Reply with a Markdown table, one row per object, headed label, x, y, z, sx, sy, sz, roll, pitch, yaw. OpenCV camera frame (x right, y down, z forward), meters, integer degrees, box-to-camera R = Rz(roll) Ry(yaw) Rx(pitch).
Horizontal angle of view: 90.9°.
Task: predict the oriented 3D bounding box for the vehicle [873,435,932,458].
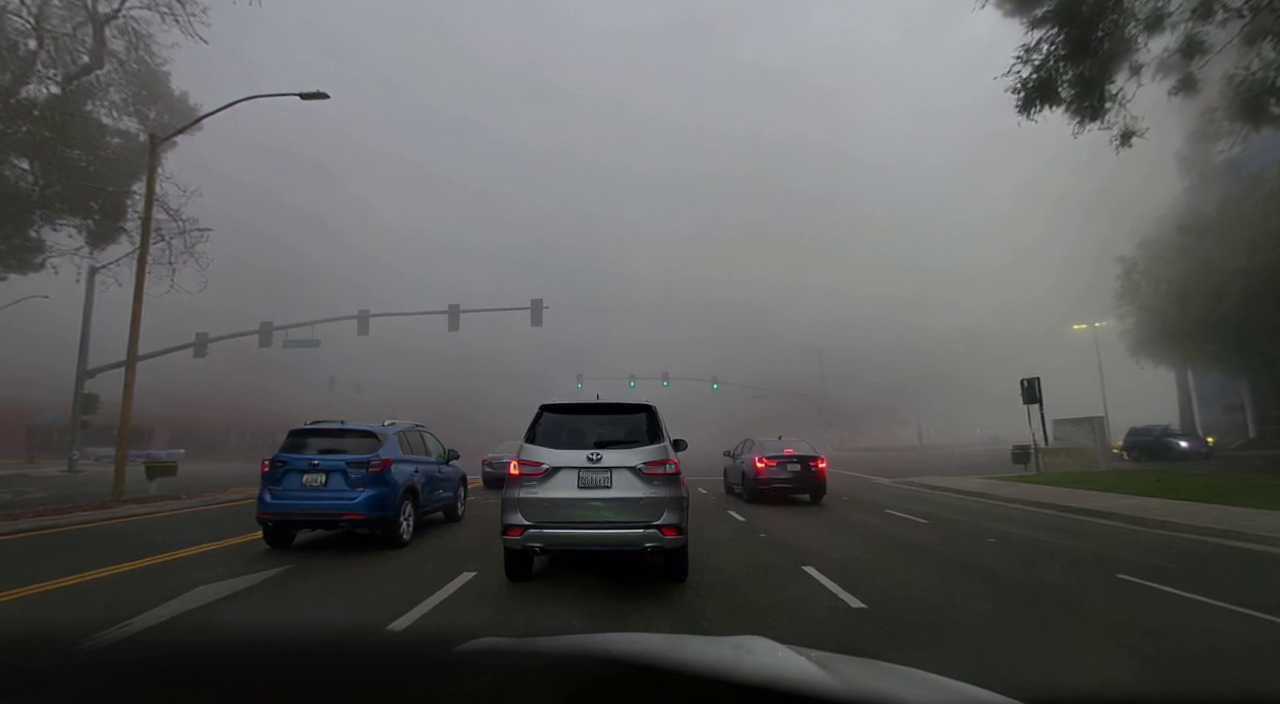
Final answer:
| label | x | y | z | sx | sy | sz | roll | pitch | yaw |
| --- | --- | --- | --- | --- | --- | --- | --- | --- | --- |
| vehicle | 19.986 | 7.202 | 47.910 | 4.361 | 1.653 | 2.034 | 6 | -10 | -35 |

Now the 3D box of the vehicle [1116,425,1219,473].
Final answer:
| label | x | y | z | sx | sy | sz | roll | pitch | yaw |
| --- | --- | --- | --- | --- | --- | --- | --- | --- | --- |
| vehicle | 19.280 | 3.513 | 22.973 | 4.215 | 1.578 | 1.892 | 7 | -11 | -38 |

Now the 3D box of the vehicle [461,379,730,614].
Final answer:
| label | x | y | z | sx | sy | sz | roll | pitch | yaw |
| --- | --- | --- | --- | --- | --- | --- | --- | --- | --- |
| vehicle | -0.341 | 1.430 | 7.094 | 2.064 | 1.817 | 4.298 | 0 | -8 | 0 |

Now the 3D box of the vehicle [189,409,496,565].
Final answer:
| label | x | y | z | sx | sy | sz | roll | pitch | yaw |
| --- | --- | --- | --- | --- | --- | --- | --- | --- | --- |
| vehicle | -3.733 | 1.793 | 9.137 | 2.160 | 1.666 | 4.583 | 0 | -8 | 1 |

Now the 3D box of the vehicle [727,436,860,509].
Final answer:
| label | x | y | z | sx | sy | sz | roll | pitch | yaw |
| --- | --- | --- | --- | --- | --- | --- | --- | --- | --- |
| vehicle | 3.459 | 2.795 | 15.135 | 2.121 | 1.494 | 4.208 | 0 | -8 | 0 |
